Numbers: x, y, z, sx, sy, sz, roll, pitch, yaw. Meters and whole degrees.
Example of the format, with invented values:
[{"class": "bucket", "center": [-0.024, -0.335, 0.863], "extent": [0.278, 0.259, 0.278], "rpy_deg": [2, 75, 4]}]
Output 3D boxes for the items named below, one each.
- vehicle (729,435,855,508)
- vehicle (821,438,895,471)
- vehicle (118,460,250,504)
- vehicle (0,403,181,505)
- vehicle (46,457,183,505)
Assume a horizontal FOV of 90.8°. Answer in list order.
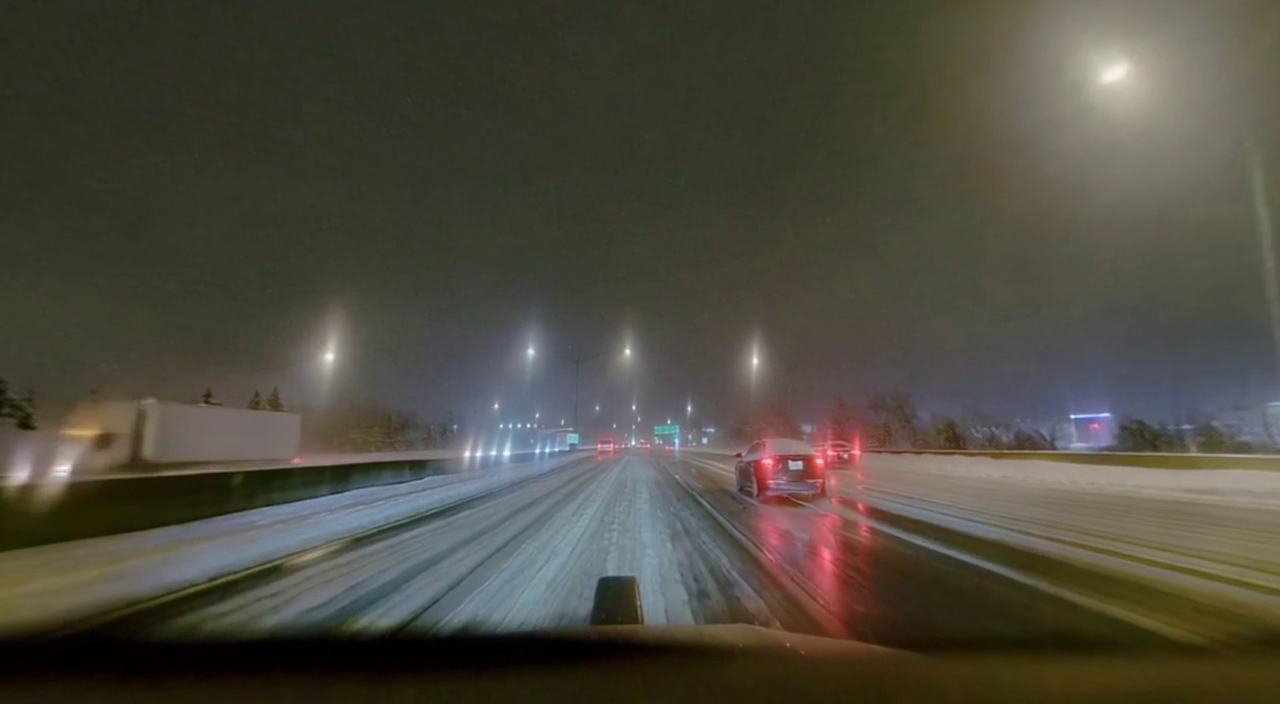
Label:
[{"class": "vehicle", "center": [3.492, 2.812, 15.340], "extent": [1.961, 1.504, 4.094], "rpy_deg": [0, -8, -1]}, {"class": "vehicle", "center": [10.650, 5.039, 31.196], "extent": [2.019, 1.529, 4.385], "rpy_deg": [0, -8, -1]}, {"class": "vehicle", "center": [-17.770, 5.050, 24.926], "extent": [1.856, 1.479, 4.463], "rpy_deg": [0, -8, 0]}, {"class": "vehicle", "center": [-25.642, 4.607, 28.896], "extent": [3.040, 3.957, 8.113], "rpy_deg": [0, -8, 0]}, {"class": "vehicle", "center": [-21.657, 5.288, 26.303], "extent": [1.954, 1.694, 4.325], "rpy_deg": [0, -8, 0]}]
